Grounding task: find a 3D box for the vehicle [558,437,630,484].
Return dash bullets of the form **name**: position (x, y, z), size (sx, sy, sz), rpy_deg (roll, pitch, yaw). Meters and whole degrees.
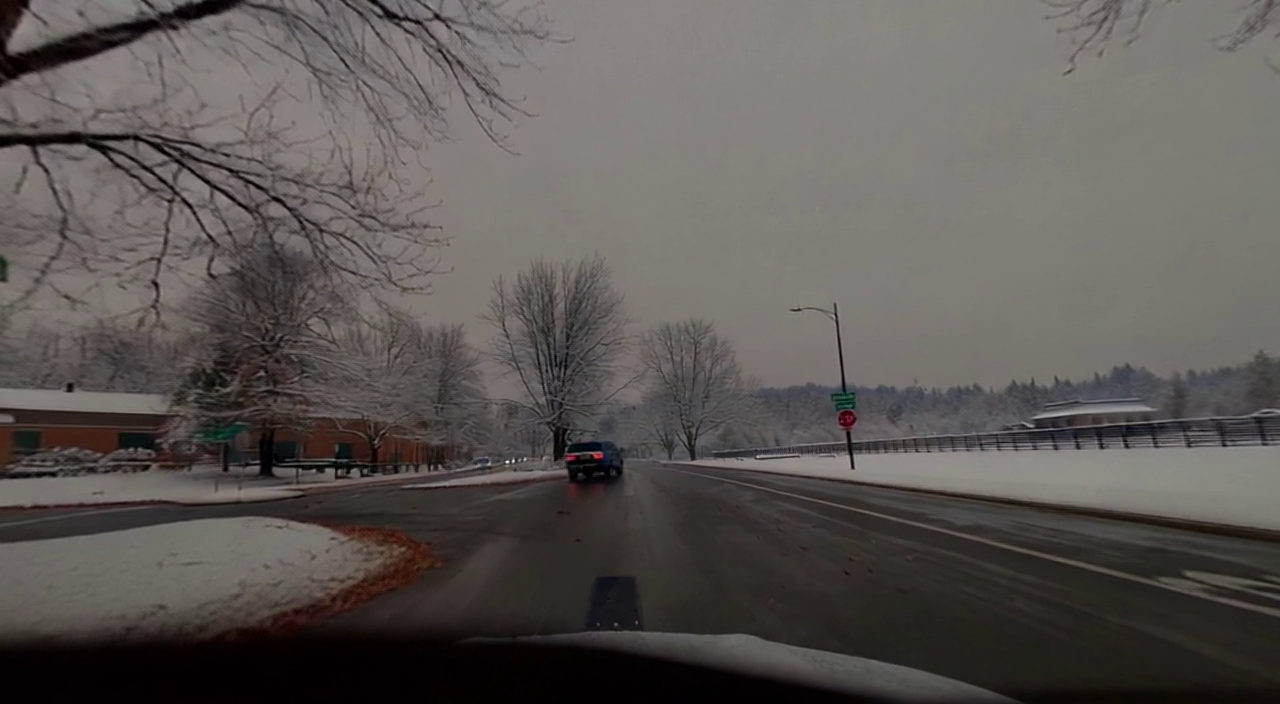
- **vehicle**: position (-2.051, 5.126, 30.107), size (2.284, 2.012, 5.607), rpy_deg (-1, -9, 8)
